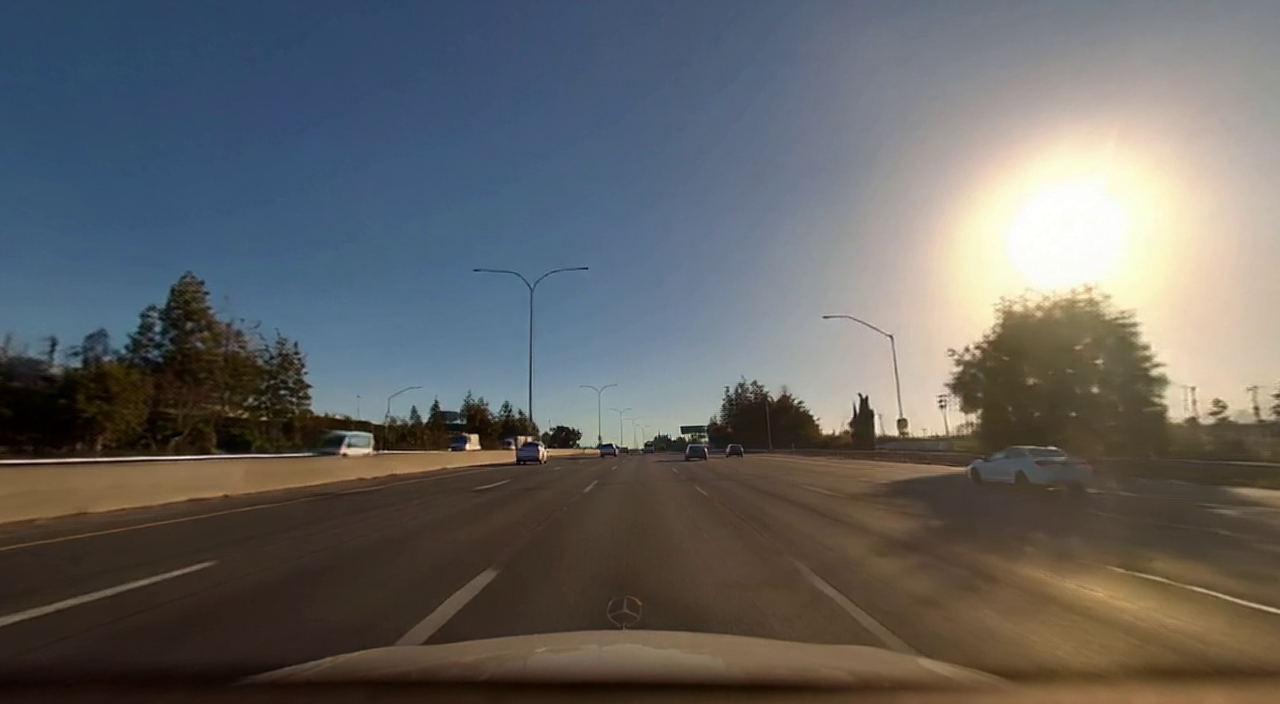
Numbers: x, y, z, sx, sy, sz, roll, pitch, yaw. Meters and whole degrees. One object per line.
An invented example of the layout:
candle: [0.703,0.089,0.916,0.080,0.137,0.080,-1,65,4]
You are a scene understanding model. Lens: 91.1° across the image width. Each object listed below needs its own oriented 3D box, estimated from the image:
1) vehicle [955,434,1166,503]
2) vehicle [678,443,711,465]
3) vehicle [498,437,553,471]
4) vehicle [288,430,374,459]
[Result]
vehicle: [10.225,2.861,15.882,1.979,1.467,4.839,0,-8,-1]
vehicle: [3.702,7.012,43.161,1.950,1.453,3.378,0,-9,-1]
vehicle: [-6.278,5.664,34.956,2.091,1.746,4.437,0,-8,1]
vehicle: [-21.296,6.454,43.672,2.837,1.878,6.106,0,-9,0]
